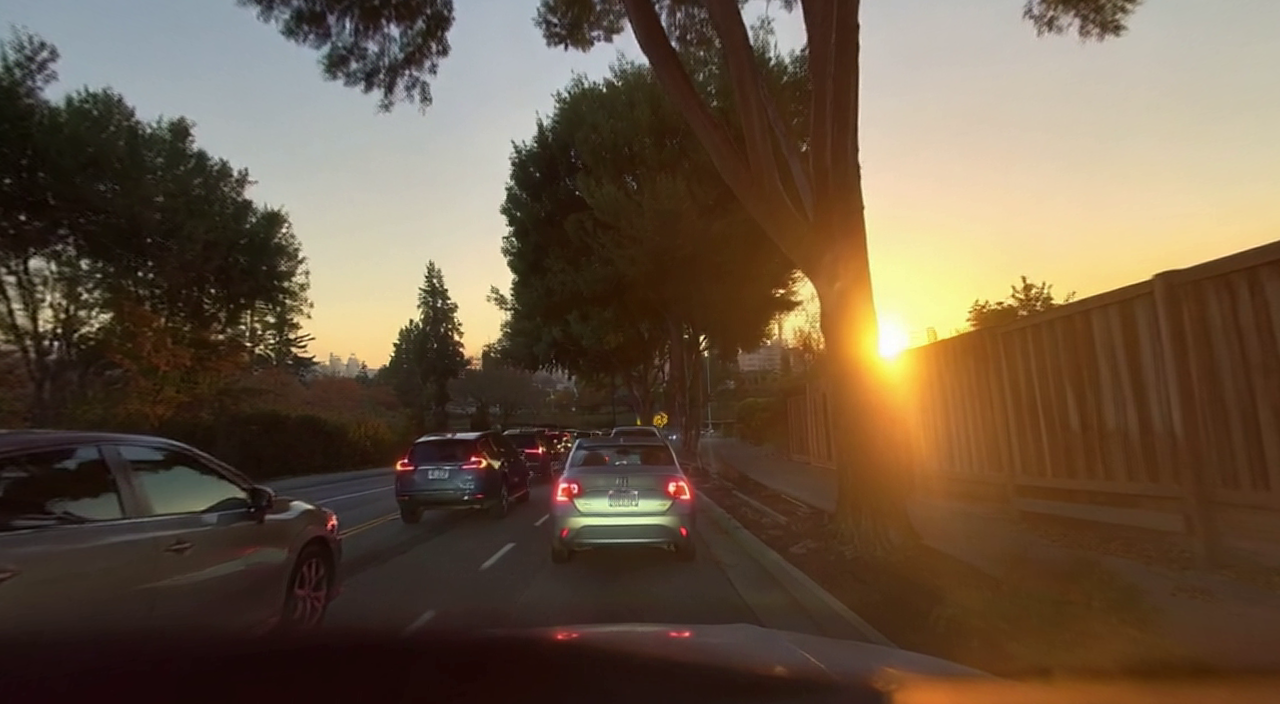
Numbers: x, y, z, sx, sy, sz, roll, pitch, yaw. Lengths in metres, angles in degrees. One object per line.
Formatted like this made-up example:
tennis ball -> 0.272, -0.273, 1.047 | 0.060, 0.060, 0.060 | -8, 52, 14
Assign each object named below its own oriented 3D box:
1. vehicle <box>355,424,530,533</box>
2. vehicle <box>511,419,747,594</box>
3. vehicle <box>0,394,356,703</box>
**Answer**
vehicle -> -3.228, 2.135, 11.118 | 1.850, 1.582, 3.688 | 0, -8, 0
vehicle -> -0.131, 1.598, 7.334 | 1.995, 1.460, 3.865 | 0, -8, -1
vehicle -> -3.161, 0.948, 2.386 | 1.980, 1.520, 4.636 | 0, -8, 0
